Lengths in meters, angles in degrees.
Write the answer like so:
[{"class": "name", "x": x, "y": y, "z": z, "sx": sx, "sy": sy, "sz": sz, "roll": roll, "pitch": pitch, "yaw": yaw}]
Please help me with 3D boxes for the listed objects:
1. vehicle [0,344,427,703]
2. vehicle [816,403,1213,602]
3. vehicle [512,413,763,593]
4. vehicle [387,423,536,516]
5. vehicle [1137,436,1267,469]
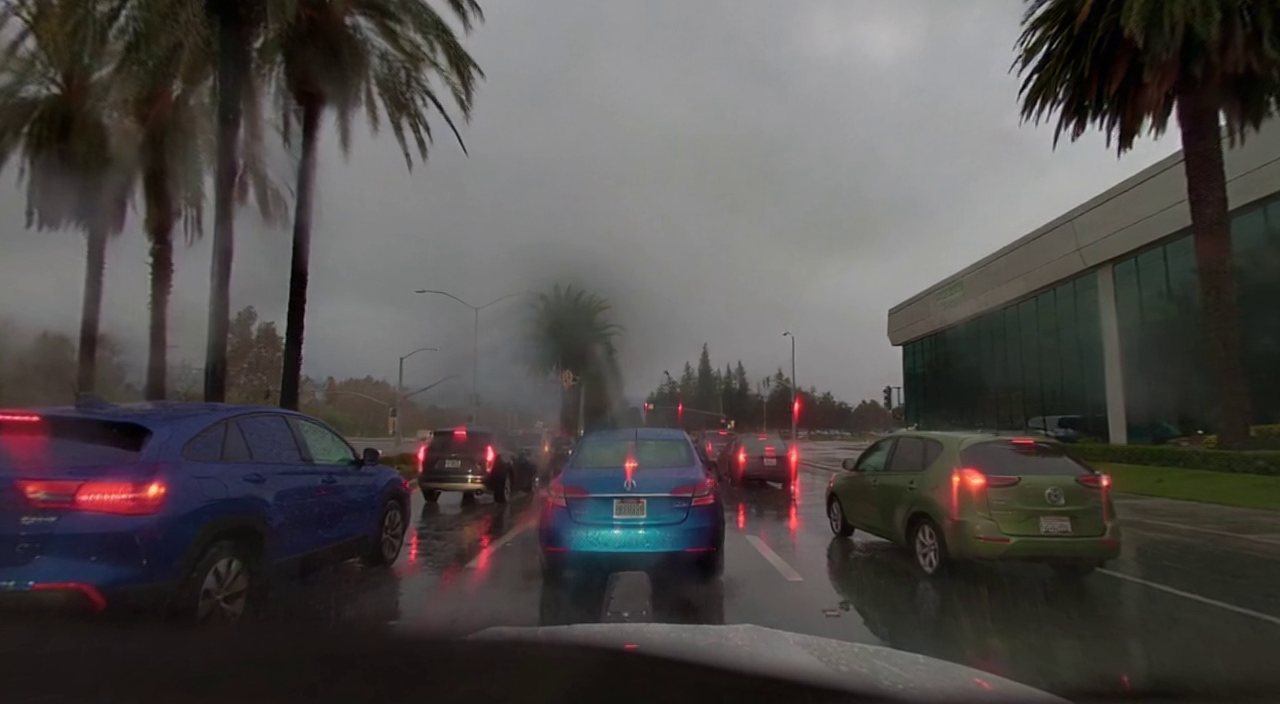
[{"class": "vehicle", "x": -3.533, "y": 1.158, "z": 5.260, "sx": 2.014, "sy": 1.775, "sz": 4.404, "roll": 0, "pitch": -8, "yaw": -1}, {"class": "vehicle", "x": 3.837, "y": 1.617, "z": 7.684, "sx": 2.064, "sy": 1.696, "sz": 4.431, "roll": 0, "pitch": -8, "yaw": 0}, {"class": "vehicle", "x": -0.059, "y": 1.661, "z": 7.817, "sx": 2.219, "sy": 1.586, "sz": 4.321, "roll": 0, "pitch": -8, "yaw": -1}, {"class": "vehicle", "x": -3.467, "y": 2.359, "z": 13.071, "sx": 1.917, "sy": 1.631, "sz": 3.768, "roll": 0, "pitch": -8, "yaw": 1}, {"class": "vehicle", "x": 25.442, "y": 4.551, "z": 28.655, "sx": 4.014, "sy": 1.417, "sz": 1.777, "roll": -1, "pitch": -8, "yaw": 5}]
